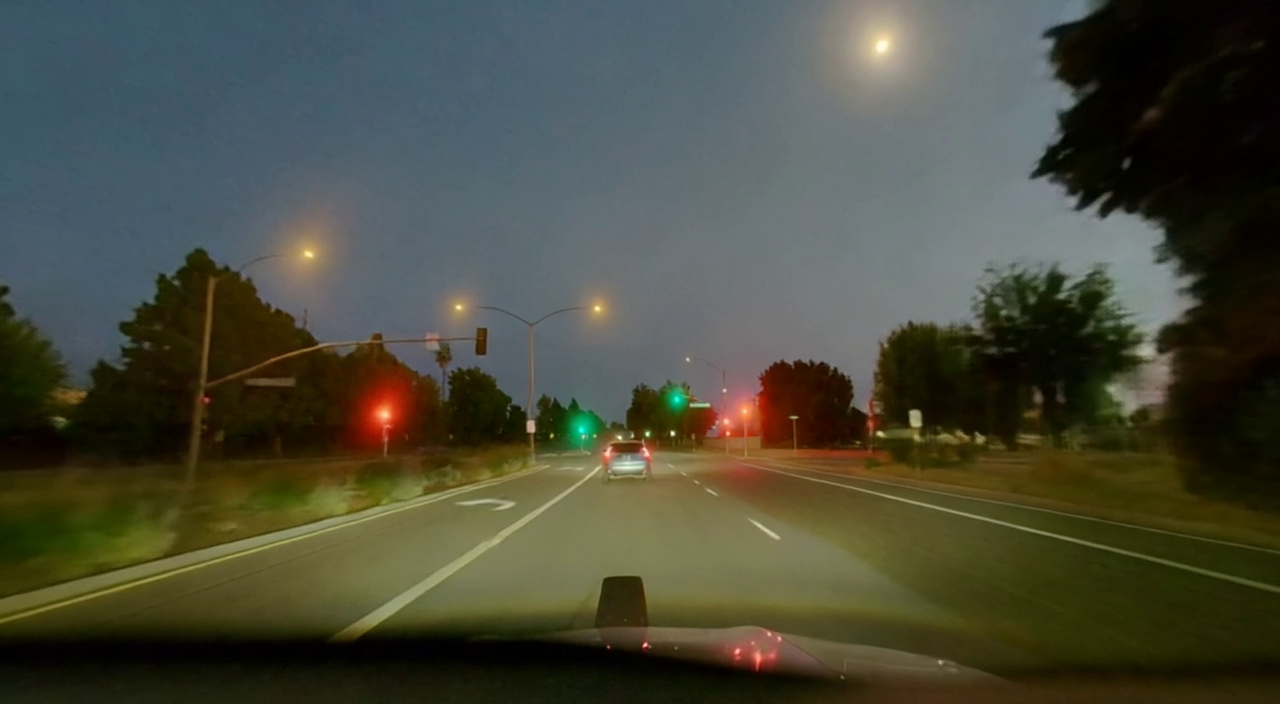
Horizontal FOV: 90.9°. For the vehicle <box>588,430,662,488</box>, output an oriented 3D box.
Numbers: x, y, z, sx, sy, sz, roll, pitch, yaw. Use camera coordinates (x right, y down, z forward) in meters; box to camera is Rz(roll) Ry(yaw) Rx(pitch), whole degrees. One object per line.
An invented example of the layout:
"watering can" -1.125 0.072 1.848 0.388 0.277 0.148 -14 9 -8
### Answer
"vehicle" -0.468 3.517 20.983 2.192 1.734 4.176 0 -8 -1
